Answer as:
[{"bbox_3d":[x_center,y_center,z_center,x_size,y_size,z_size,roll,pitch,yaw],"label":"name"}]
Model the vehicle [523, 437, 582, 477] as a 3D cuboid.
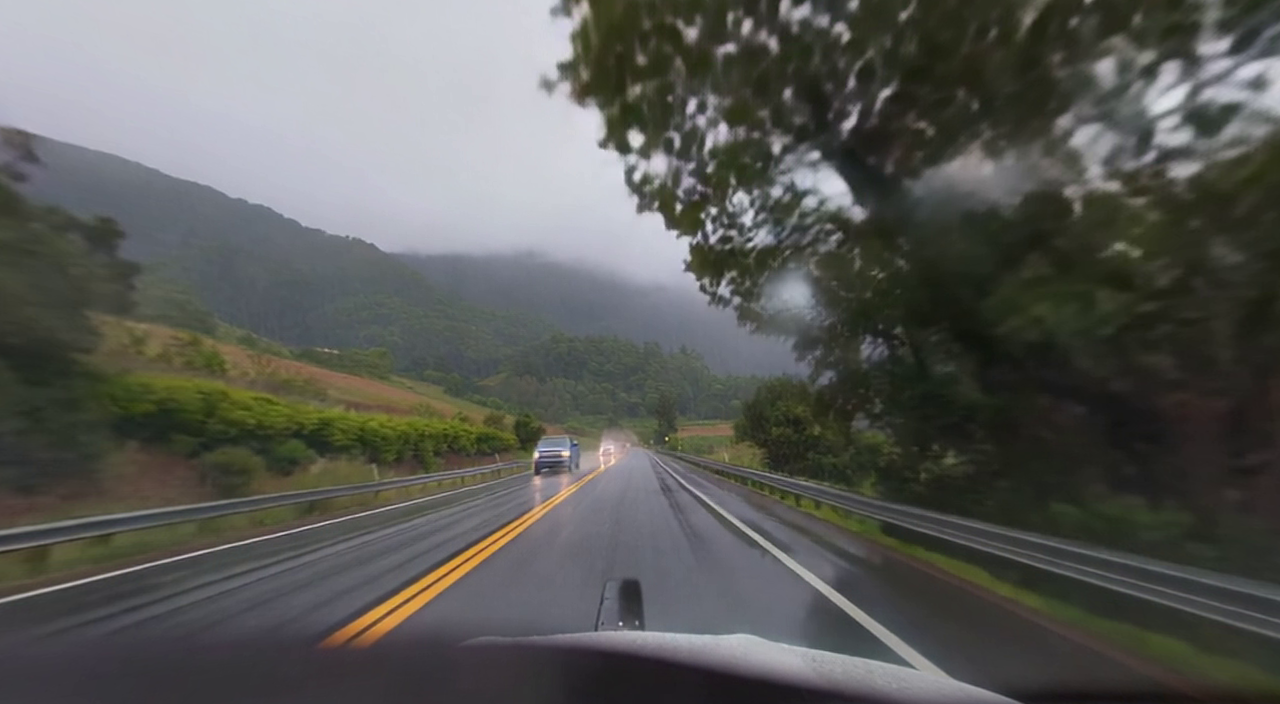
[{"bbox_3d":[-4.317,5.240,31.814,2.309,1.826,4.542,0,-8,0],"label":"vehicle"}]
